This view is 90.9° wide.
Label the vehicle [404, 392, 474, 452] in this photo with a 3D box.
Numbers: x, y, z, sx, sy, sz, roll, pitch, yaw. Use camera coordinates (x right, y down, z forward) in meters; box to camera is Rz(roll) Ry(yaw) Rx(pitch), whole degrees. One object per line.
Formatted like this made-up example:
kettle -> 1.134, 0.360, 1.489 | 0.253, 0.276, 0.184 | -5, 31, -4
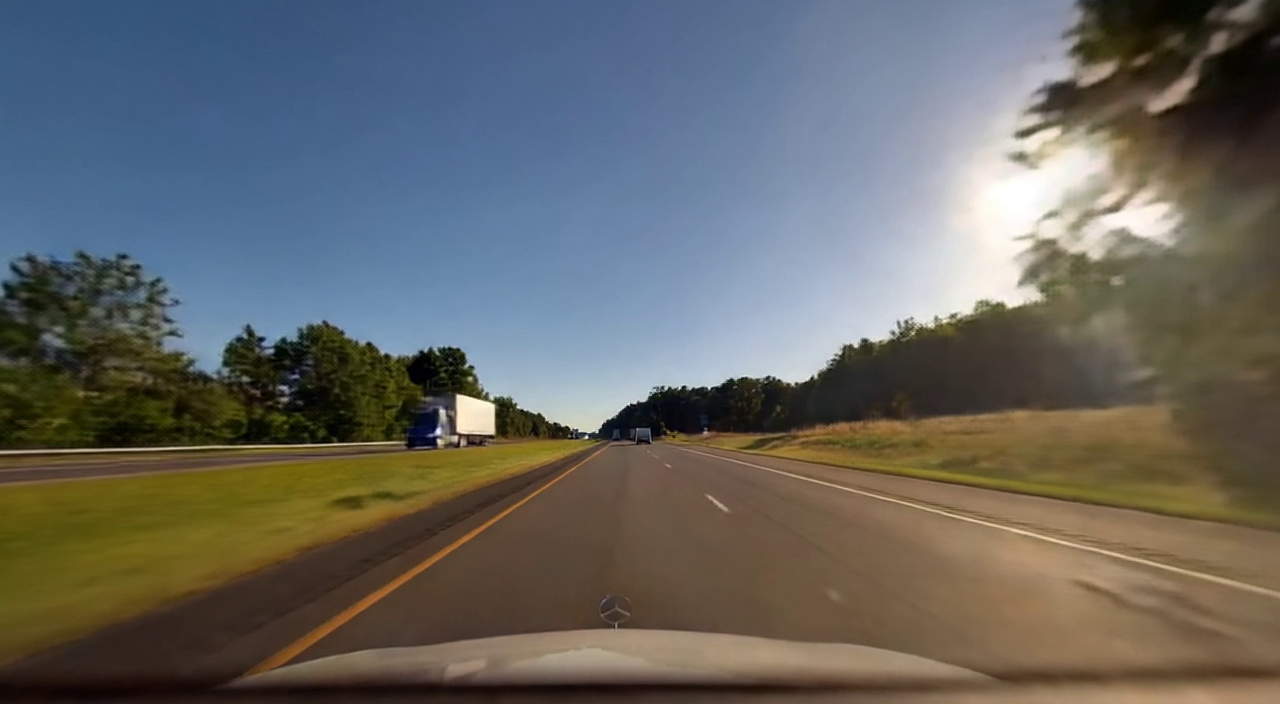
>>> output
vehicle -> -13.643, 4.869, 43.405 | 2.994, 3.854, 5.842 | 0, -8, -2
